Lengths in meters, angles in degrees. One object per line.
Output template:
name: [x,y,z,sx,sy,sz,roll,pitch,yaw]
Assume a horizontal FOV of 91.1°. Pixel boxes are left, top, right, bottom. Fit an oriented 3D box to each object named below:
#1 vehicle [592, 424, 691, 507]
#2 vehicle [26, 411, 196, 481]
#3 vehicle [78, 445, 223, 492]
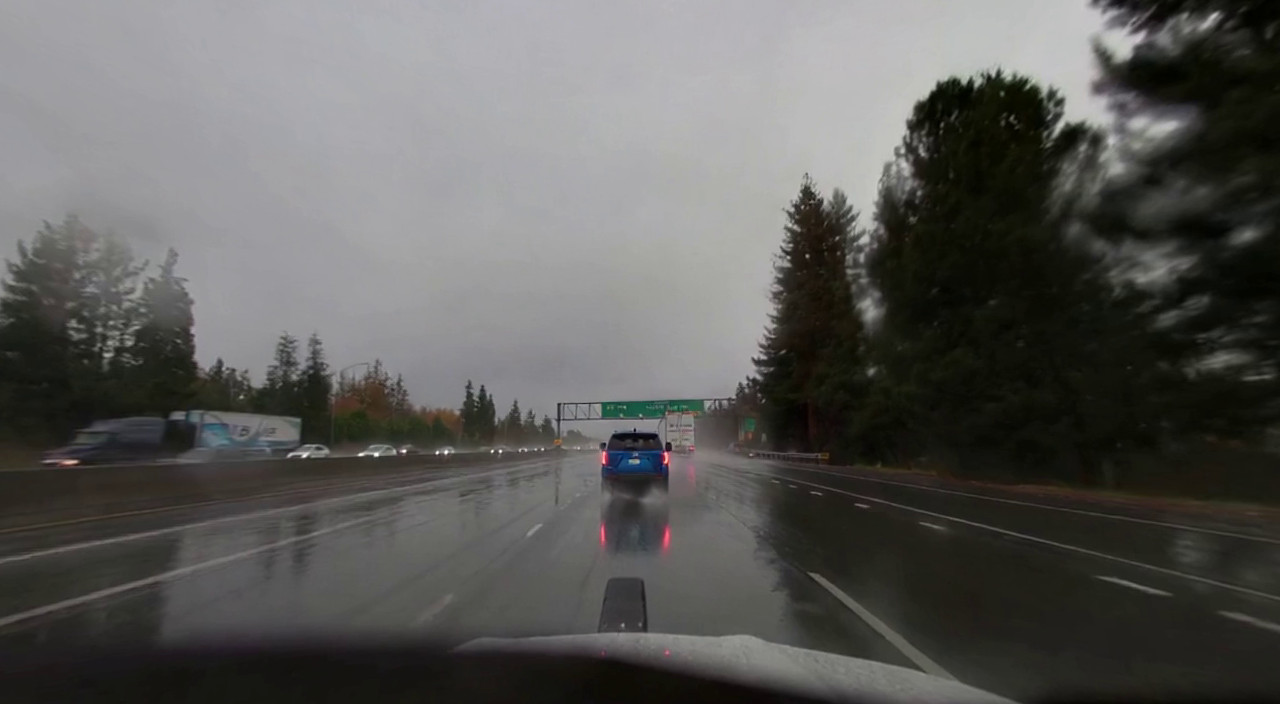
vehicle: [0.066,2.687,15.231,2.054,1.706,4.201,0,-8,1]
vehicle: [-33.112,5.983,39.992,3.000,3.951,8.603,0,-8,2]
vehicle: [-18.893,4.464,24.563,1.946,1.631,4.494,0,-8,1]
